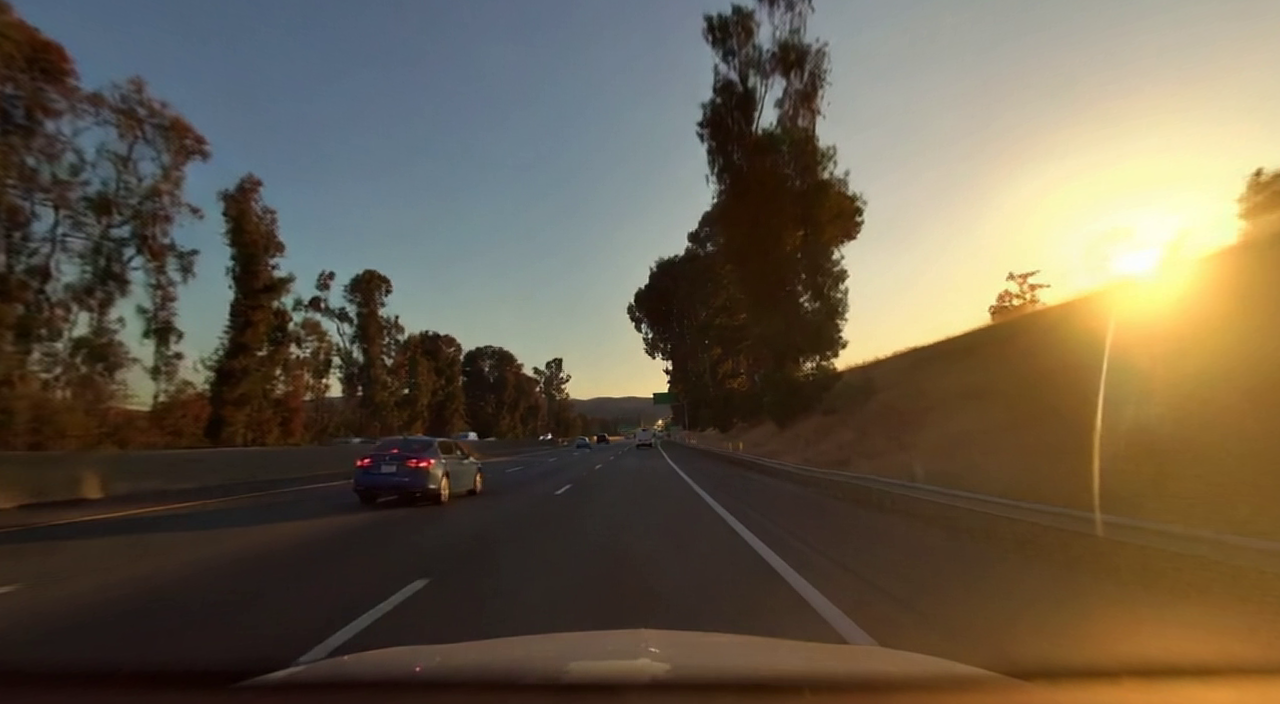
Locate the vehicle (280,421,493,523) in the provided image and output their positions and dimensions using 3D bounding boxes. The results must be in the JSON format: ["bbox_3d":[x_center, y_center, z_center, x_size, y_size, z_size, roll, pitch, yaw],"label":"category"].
[{"bbox_3d":[-4.482,2.203,12.151,2.071,1.556,4.729,0,-8,1],"label":"vehicle"}]
